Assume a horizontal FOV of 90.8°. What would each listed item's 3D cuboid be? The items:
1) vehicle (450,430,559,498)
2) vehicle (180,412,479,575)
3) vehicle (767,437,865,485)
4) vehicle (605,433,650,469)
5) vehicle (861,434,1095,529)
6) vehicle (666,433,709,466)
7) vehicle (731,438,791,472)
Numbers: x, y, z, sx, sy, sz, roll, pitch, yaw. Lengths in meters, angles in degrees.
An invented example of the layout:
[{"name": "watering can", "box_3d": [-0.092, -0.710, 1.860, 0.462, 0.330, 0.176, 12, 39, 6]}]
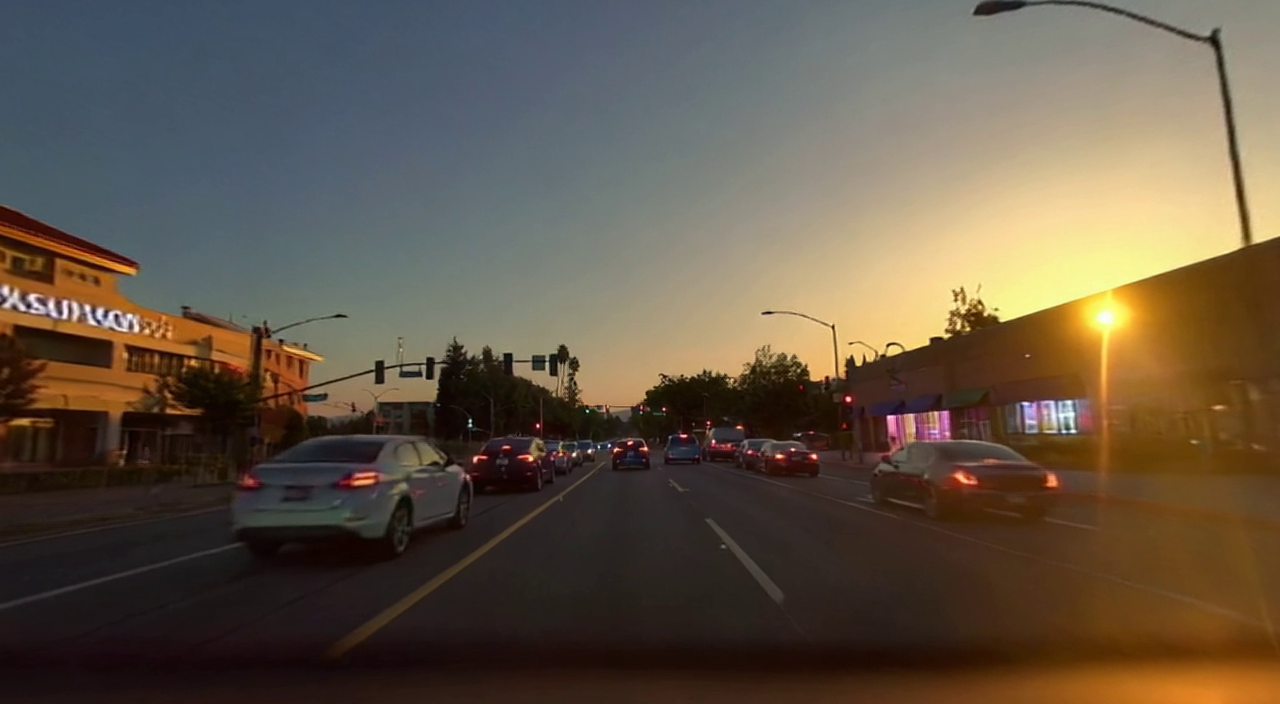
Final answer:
[{"name": "vehicle", "box_3d": [-3.561, 3.031, 17.492, 2.063, 1.625, 4.290, 0, -8, 0]}, {"name": "vehicle", "box_3d": [-3.651, 1.725, 8.423, 1.934, 1.624, 3.964, 0, -8, 0]}, {"name": "vehicle", "box_3d": [5.972, 3.744, 22.054, 1.969, 1.502, 4.663, 0, -8, -1]}, {"name": "vehicle", "box_3d": [-0.646, 5.262, 33.659, 2.261, 1.741, 4.255, 0, -8, -1]}, {"name": "vehicle", "box_3d": [6.070, 2.358, 12.154, 2.017, 1.453, 4.497, 0, -8, 0]}, {"name": "vehicle", "box_3d": [2.679, 5.622, 36.617, 2.018, 1.779, 4.338, 0, -8, -2]}, {"name": "vehicle", "box_3d": [5.832, 5.009, 30.995, 1.884, 1.522, 4.557, 0, -8, -2]}]
